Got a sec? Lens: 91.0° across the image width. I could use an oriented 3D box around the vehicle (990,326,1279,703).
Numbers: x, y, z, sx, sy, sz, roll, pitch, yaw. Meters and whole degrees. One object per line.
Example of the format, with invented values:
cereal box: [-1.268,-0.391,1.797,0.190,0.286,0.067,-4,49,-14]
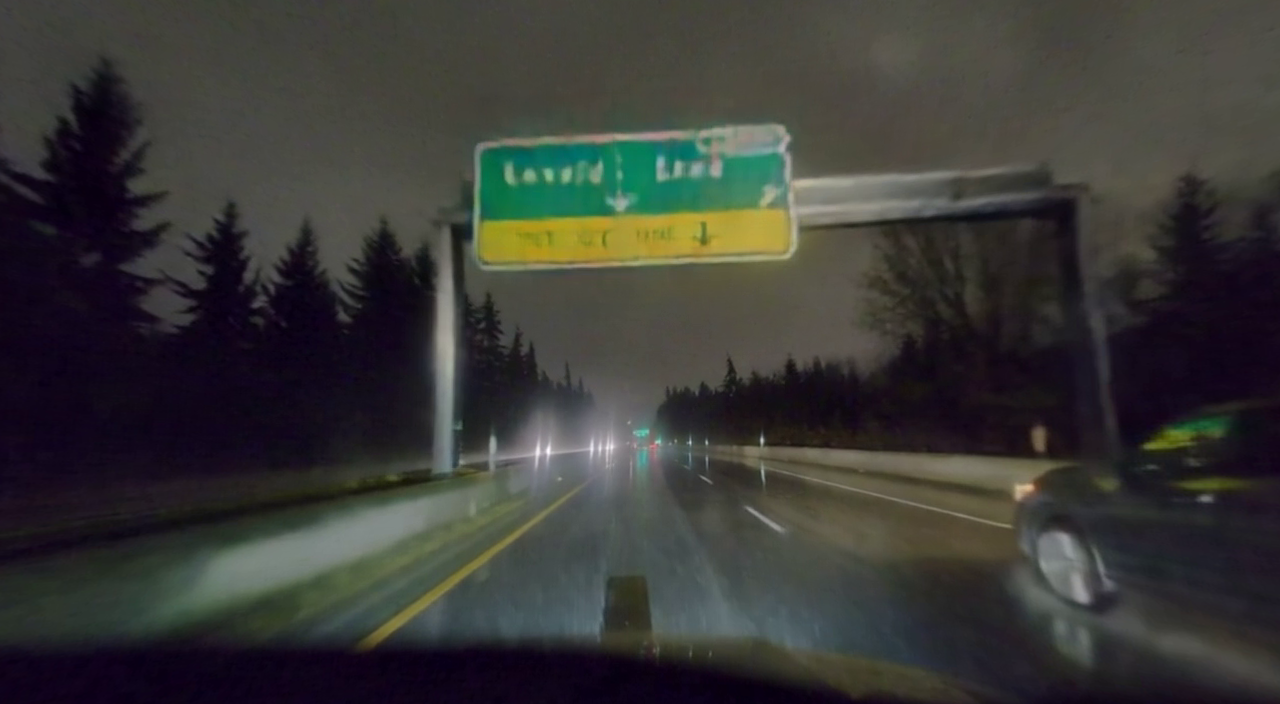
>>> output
vehicle: [4.177,0.791,2.909,2.360,1.798,4.781,0,-8,0]
